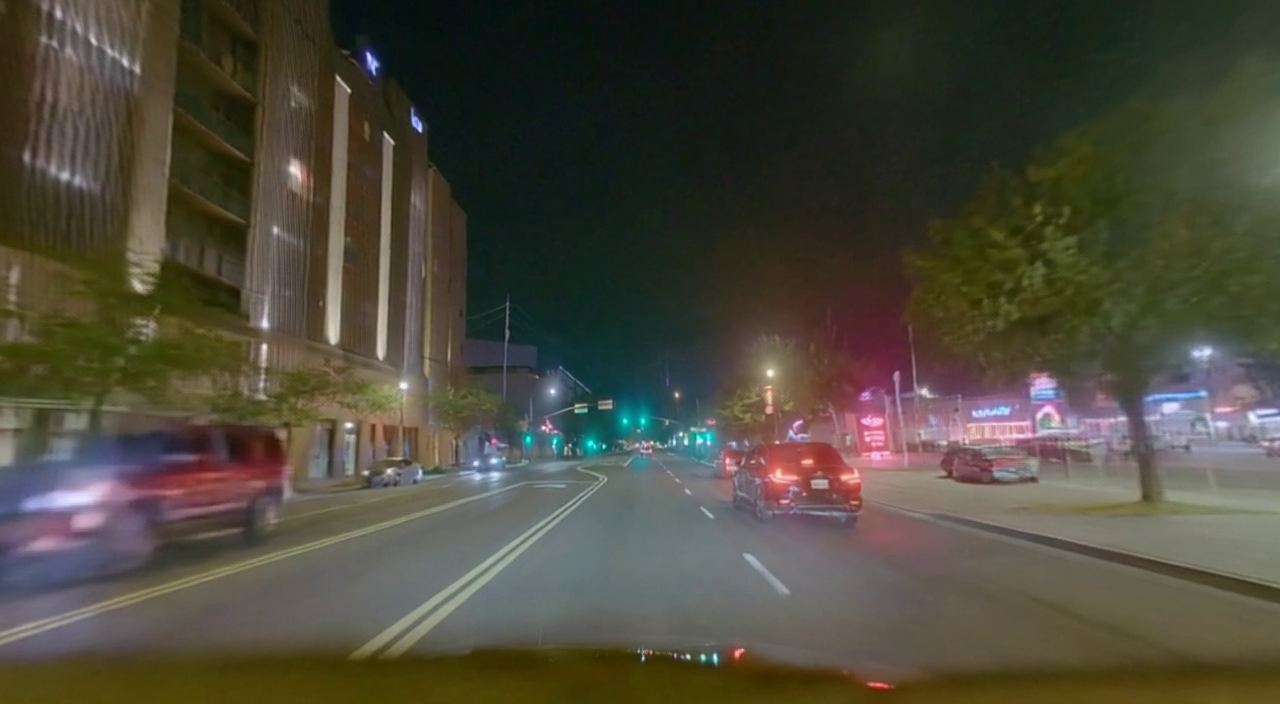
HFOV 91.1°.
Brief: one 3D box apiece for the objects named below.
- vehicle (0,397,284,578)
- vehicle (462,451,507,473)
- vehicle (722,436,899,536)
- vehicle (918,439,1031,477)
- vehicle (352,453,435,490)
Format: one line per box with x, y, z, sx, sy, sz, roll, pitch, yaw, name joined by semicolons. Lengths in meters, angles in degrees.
-8.467;1.974;10.009;2.379;2.086;5.321;0;-9;0;vehicle
-11.782;8.404;47.944;1.944;1.575;4.895;-1;-10;3;vehicle
2.937;2.414;11.960;2.080;1.524;4.348;0;-9;-1;vehicle
16.194;5.143;30.568;4.412;1.503;1.771;-4;-8;0;vehicle
-11.981;5.834;30.916;2.015;1.521;4.798;-1;-8;3;vehicle
